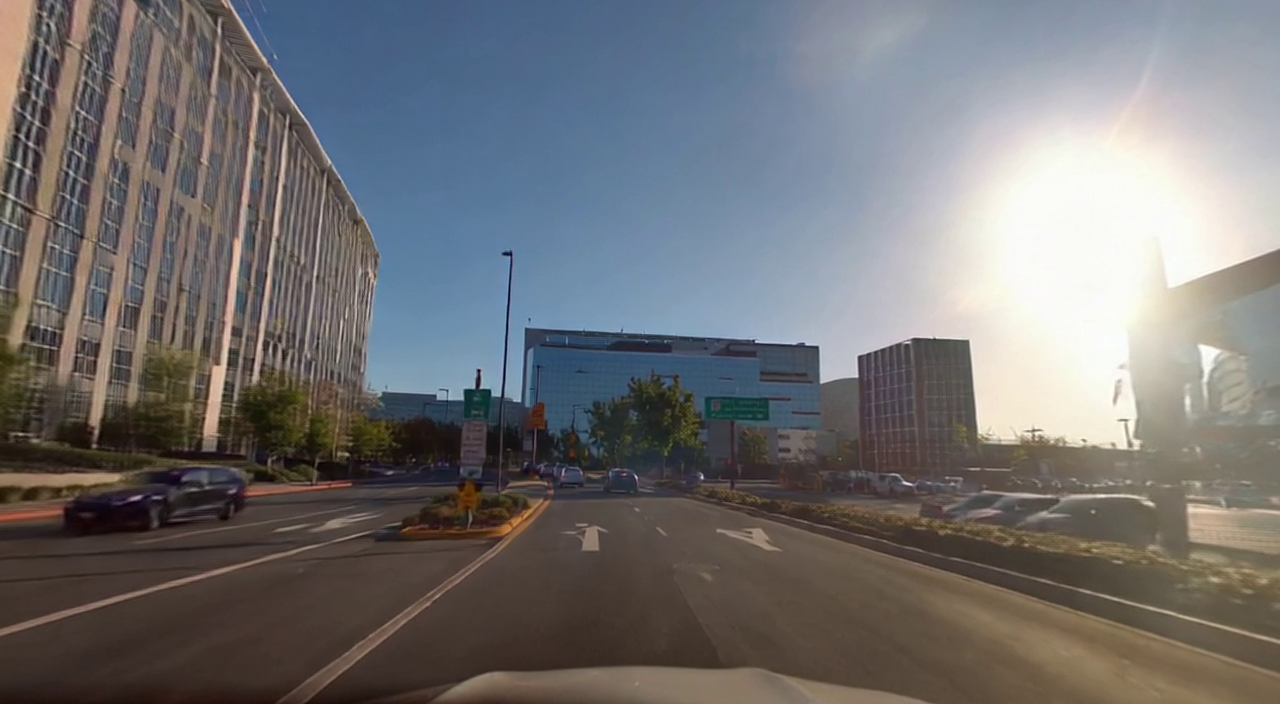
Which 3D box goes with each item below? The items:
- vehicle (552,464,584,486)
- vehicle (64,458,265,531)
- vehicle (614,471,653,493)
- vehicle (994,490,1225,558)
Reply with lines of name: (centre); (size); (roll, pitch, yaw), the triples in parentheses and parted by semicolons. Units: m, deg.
vehicle: (-5.377, 9.032, 46.355); (2.005, 1.498, 3.643); (3, -10, -11)
vehicle: (-10.850, 3.261, 14.777); (1.839, 1.456, 3.859); (1, -10, -4)
vehicle: (-0.425, 7.458, 36.138); (1.775, 1.186, 2.933); (2, -10, -10)
vehicle: (11.756, 4.326, 16.001); (4.302, 1.456, 1.832); (0, -10, 3)
